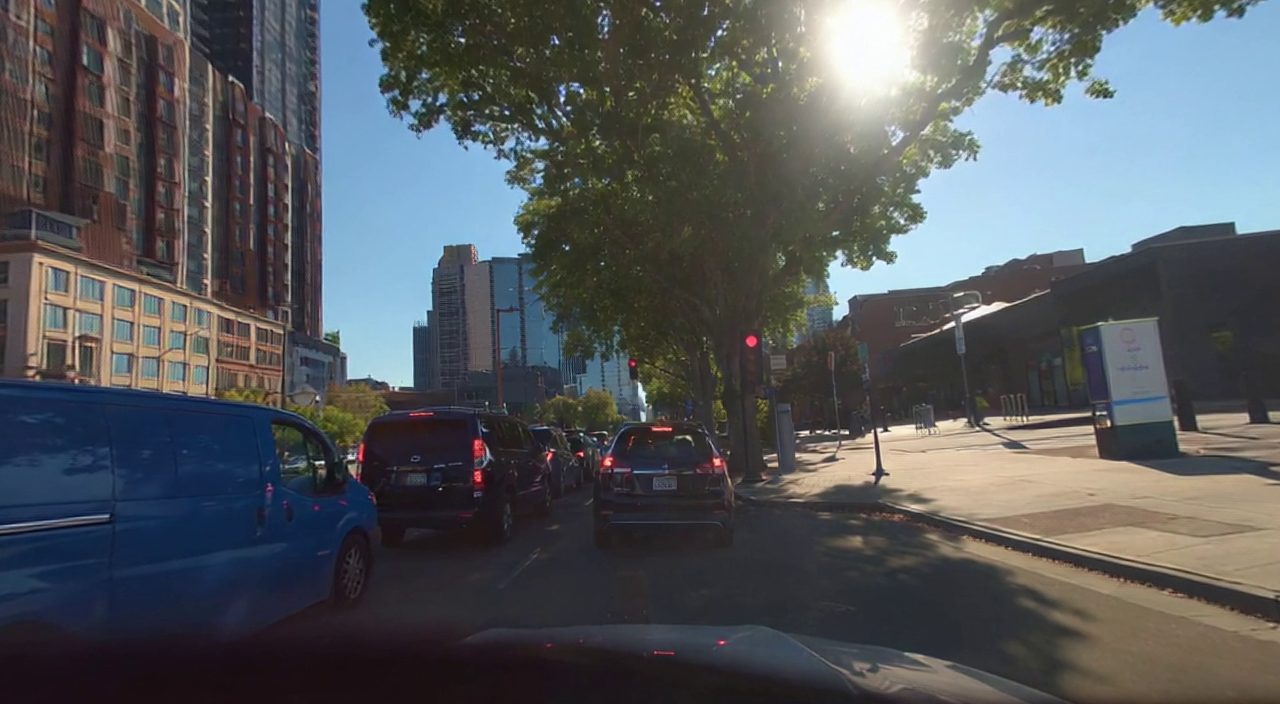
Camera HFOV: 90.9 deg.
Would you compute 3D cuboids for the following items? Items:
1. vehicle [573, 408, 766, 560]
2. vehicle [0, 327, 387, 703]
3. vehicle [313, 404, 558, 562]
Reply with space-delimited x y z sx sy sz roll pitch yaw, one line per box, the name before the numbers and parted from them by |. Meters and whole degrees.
vehicle | 0.356 1.808 9.251 2.205 1.727 3.917 0 -8 1
vehicle | -3.177 0.979 3.481 1.940 1.722 3.823 0 -8 0
vehicle | -2.652 1.843 9.598 2.124 1.799 4.587 0 -8 1
